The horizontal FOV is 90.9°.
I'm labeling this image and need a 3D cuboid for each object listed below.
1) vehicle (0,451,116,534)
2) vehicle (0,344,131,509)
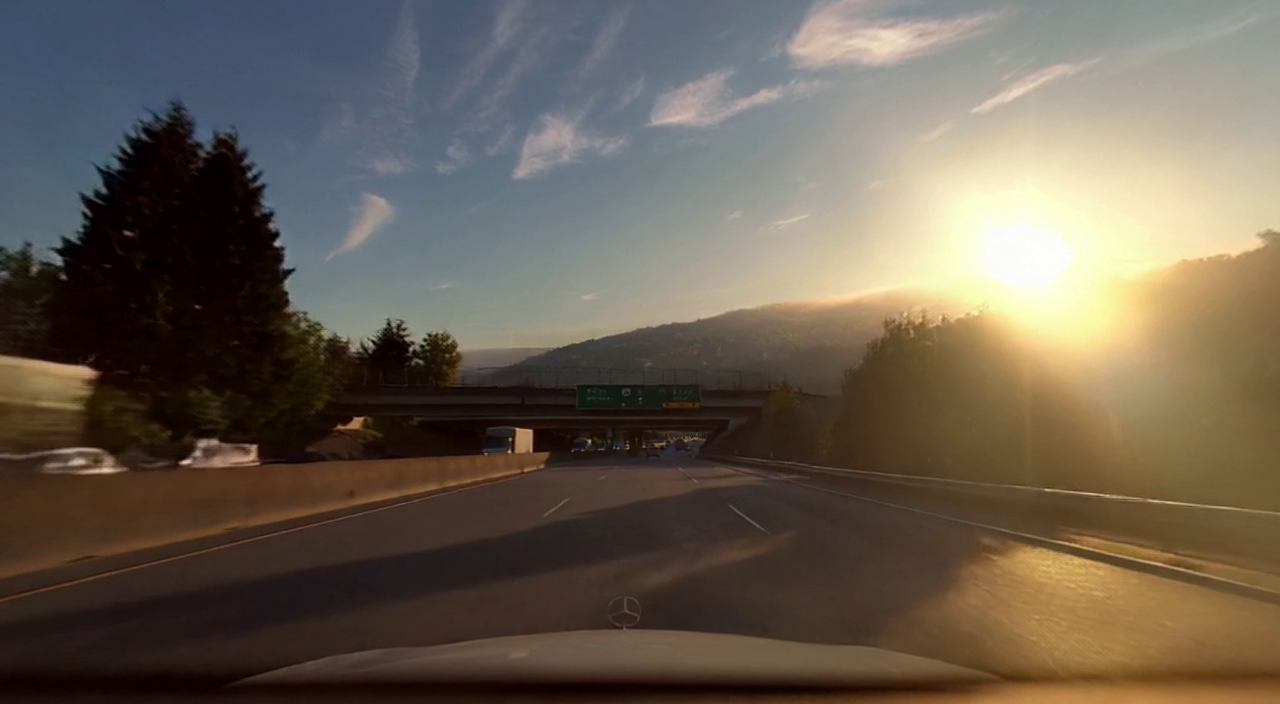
[{"bbox_3d":[-12.543,2.586,11.624,1.800,1.470,4.577,0,-9,0],"label":"vehicle"},{"bbox_3d":[-17.145,1.269,11.774,2.886,3.974,14.639,0,-9,1],"label":"vehicle"}]
